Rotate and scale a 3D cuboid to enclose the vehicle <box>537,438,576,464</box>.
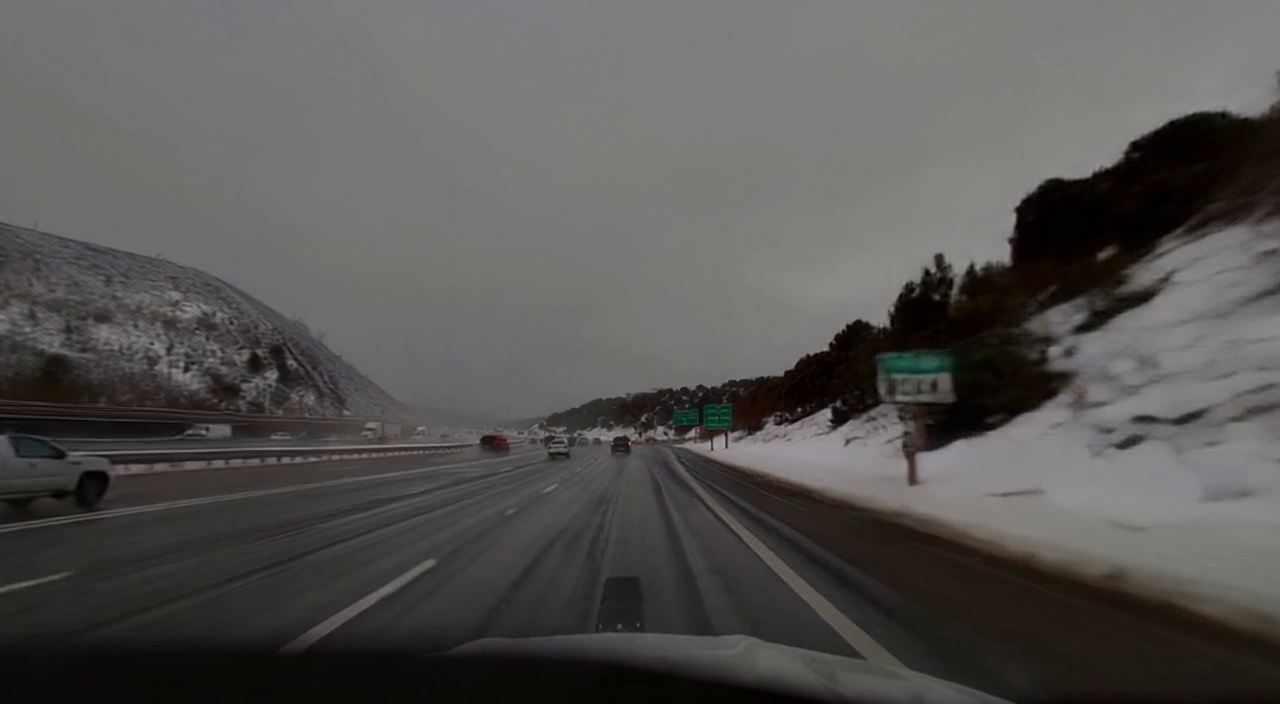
[{"bbox_3d":[-5.344,6.419,40.942,2.060,1.631,4.214,0,-8,-1],"label":"vehicle"}]

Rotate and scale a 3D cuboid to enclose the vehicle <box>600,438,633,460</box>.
[{"bbox_3d":[-1.803,7.489,48.623,2.421,1.594,4.248,0,-8,-2],"label":"vehicle"}]

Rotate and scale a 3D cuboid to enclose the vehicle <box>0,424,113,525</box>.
[{"bbox_3d":[-11.502,1.994,10.203,2.047,1.645,4.451,0,-8,-1],"label":"vehicle"}]
